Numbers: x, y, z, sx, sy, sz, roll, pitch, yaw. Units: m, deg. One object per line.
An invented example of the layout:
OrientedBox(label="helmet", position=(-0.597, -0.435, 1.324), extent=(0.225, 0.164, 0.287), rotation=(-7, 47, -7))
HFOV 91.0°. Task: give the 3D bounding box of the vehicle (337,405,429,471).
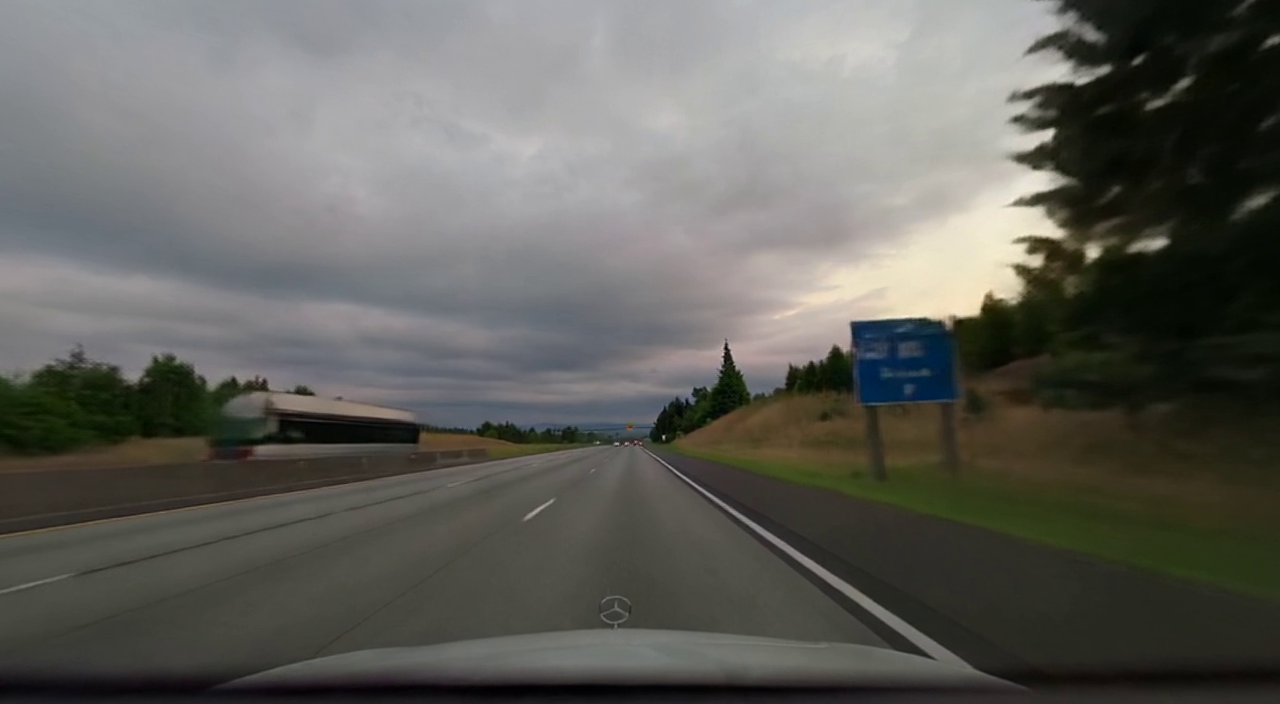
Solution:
OrientedBox(label="vehicle", position=(-17.461, 5.955, 43.504), extent=(3.011, 4.097, 8.046), rotation=(0, -8, -1))

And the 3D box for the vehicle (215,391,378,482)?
OrientedBox(label="vehicle", position=(-17.308, 4.459, 32.933), extent=(2.916, 3.960, 9.964), rotation=(0, -8, 0))
